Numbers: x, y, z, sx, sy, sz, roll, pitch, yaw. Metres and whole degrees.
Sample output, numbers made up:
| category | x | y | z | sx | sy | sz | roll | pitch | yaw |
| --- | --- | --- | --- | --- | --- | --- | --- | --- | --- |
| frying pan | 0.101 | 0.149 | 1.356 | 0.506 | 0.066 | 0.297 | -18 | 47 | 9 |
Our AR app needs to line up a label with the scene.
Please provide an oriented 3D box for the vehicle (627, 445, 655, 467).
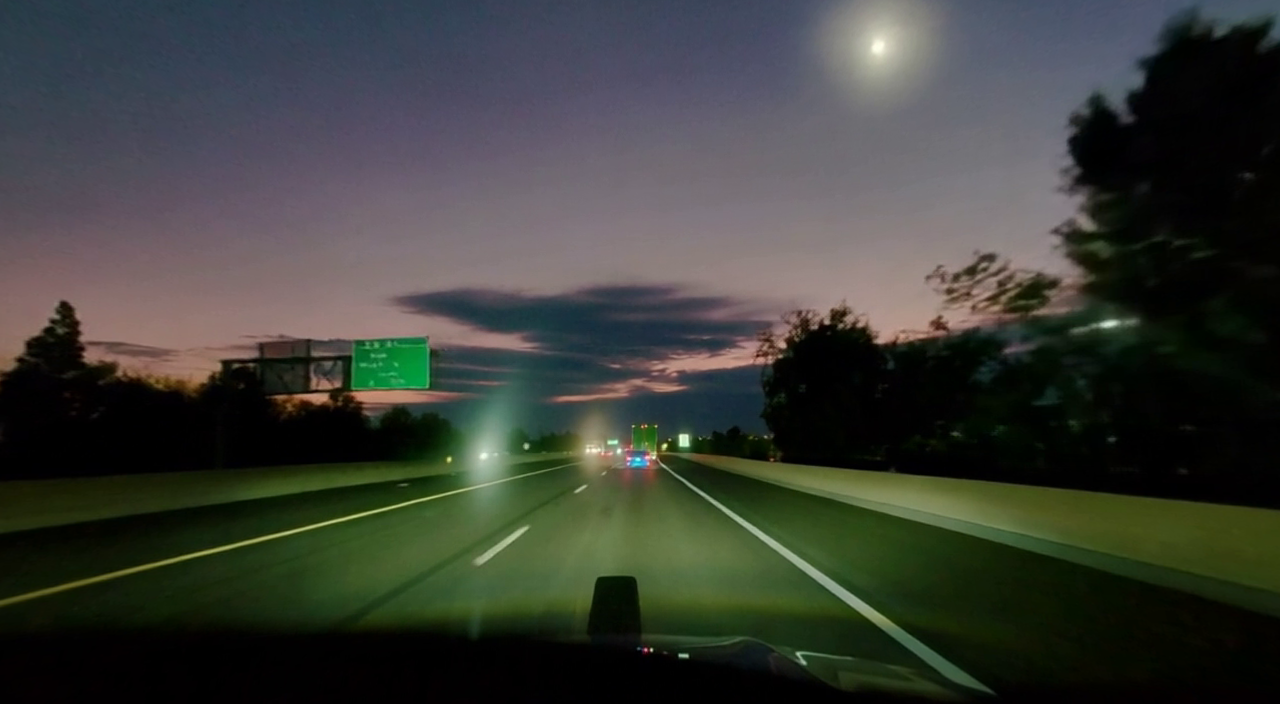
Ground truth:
| category | x | y | z | sx | sy | sz | roll | pitch | yaw |
| --- | --- | --- | --- | --- | --- | --- | --- | --- | --- |
| vehicle | 0.083 | 7.993 | 48.425 | 2.094 | 1.559 | 3.945 | -1 | -9 | 0 |
